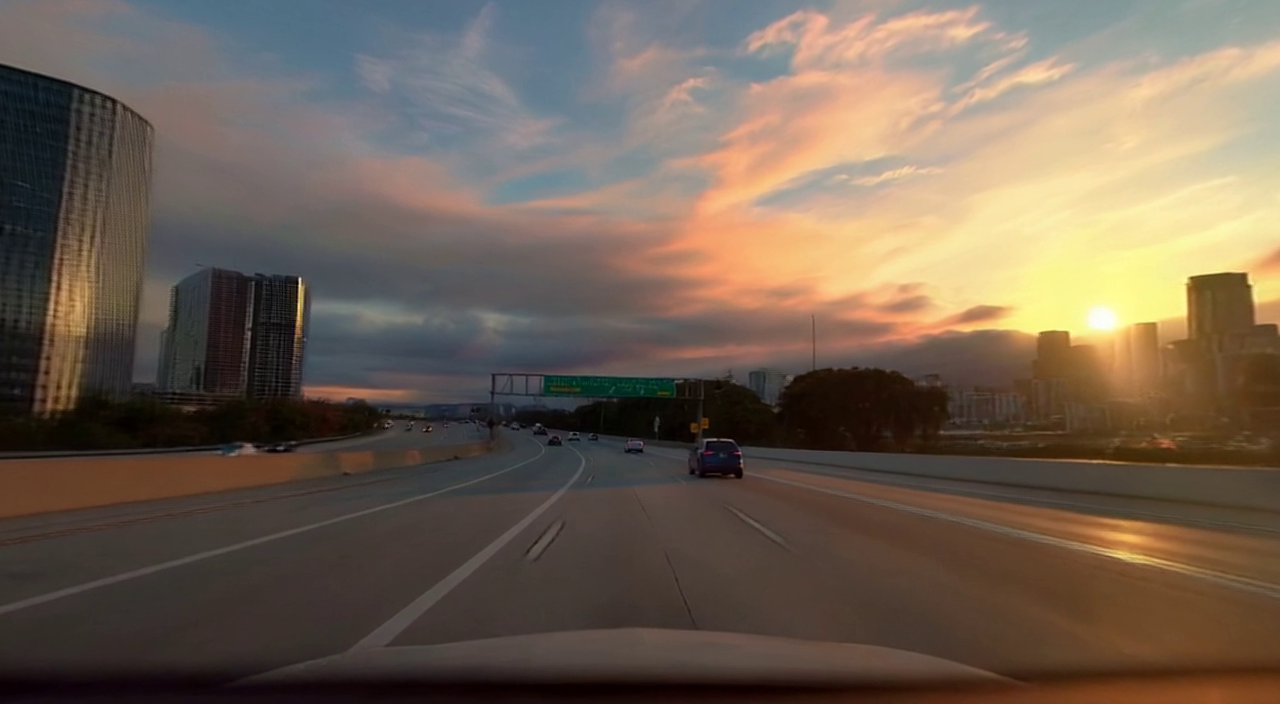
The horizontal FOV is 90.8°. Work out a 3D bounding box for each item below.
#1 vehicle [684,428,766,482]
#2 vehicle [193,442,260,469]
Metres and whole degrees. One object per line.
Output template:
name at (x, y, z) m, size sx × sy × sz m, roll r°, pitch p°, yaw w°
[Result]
vehicle at (3.004, 3.785, 23.436) m, size 2.110 × 1.780 × 4.682 m, roll 0°, pitch -8°, yaw -3°
vehicle at (-26.854, 6.694, 41.191) m, size 1.822 × 1.634 × 4.060 m, roll 0°, pitch -8°, yaw -5°
